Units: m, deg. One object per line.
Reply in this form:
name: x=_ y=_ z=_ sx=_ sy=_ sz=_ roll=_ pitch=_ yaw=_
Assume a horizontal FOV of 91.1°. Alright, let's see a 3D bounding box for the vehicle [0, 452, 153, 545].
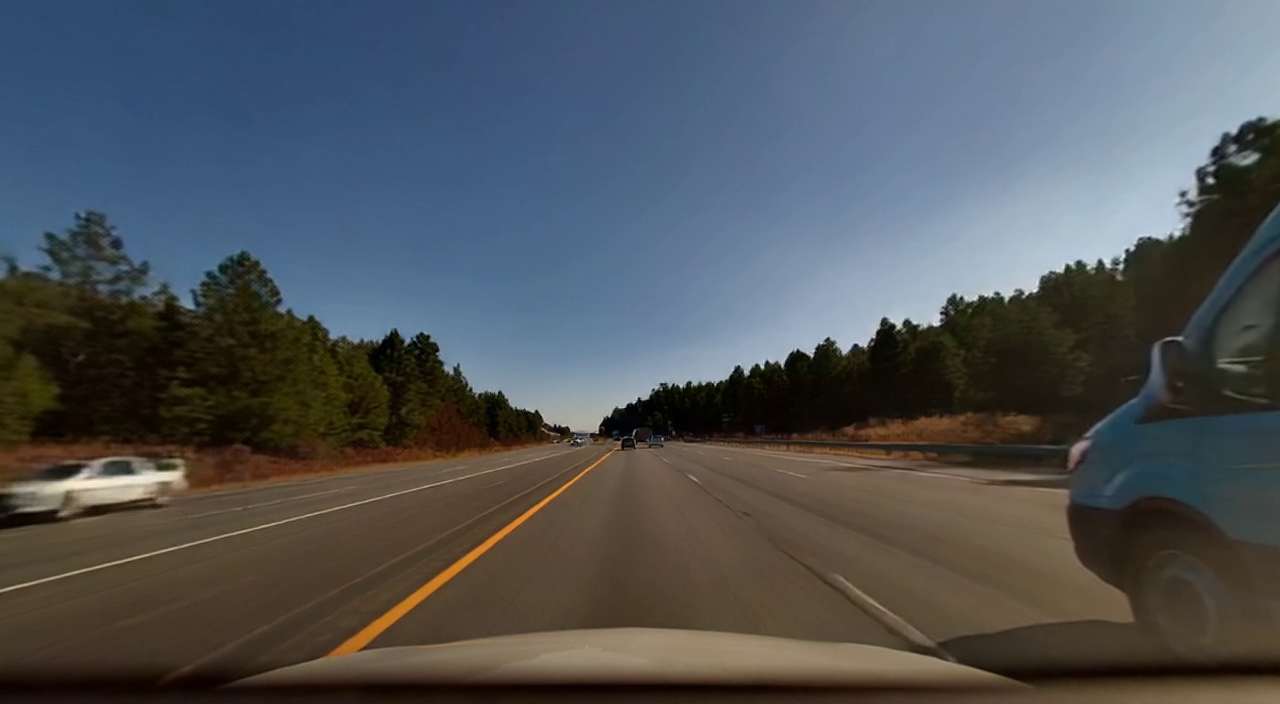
vehicle: x=-13.307 y=3.077 z=13.613 sx=1.959 sy=1.680 sz=4.449 roll=0 pitch=-8 yaw=0
